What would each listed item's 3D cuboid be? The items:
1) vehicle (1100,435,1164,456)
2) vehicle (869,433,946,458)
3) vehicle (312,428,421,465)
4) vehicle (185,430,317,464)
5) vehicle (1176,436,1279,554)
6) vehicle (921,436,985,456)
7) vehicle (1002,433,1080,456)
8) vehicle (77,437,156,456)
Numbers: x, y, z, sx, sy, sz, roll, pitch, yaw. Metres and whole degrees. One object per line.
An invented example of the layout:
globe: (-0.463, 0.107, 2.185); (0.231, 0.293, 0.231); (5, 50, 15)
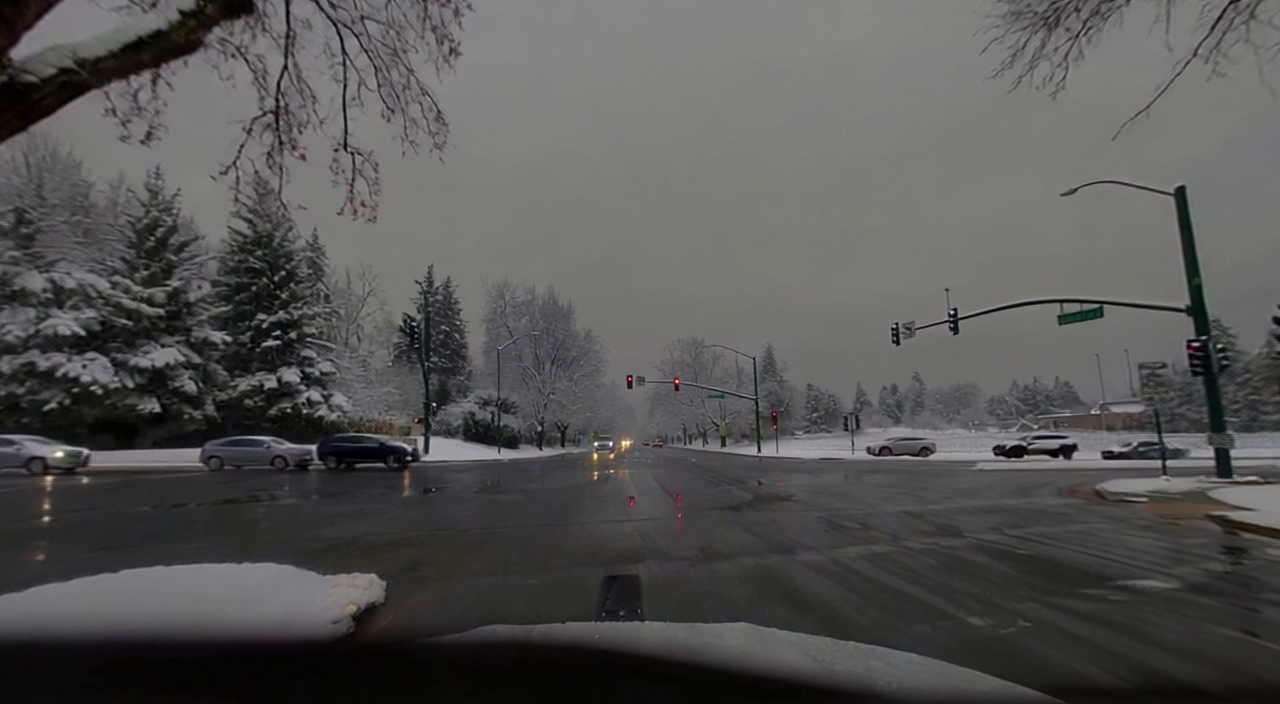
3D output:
vehicle: (36.775, 6.998, 47.227); (4.533, 1.471, 1.772); (4, -9, -24)
vehicle: (16.676, 5.857, 39.358); (4.516, 1.468, 1.962); (4, -10, -27)
vehicle: (-12.382, 4.289, 28.680); (4.331, 1.544, 1.896); (4, -9, -26)
vehicle: (-17.836, 4.411, 29.310); (4.912, 1.485, 1.922); (4, -9, -24)
vehicle: (9.234, 1.759, 7.265); (1.993, 1.505, 4.721); (3, -9, -1)
vehicle: (24.095, 7.220, 48.585); (4.352, 1.456, 1.794); (3, -9, -19)
vehicle: (27.868, 6.444, 43.899); (4.481, 1.561, 2.001); (3, -9, -16)
vehicle: (-40.559, 7.327, 48.992); (4.345, 1.426, 1.722); (1, -9, -8)
